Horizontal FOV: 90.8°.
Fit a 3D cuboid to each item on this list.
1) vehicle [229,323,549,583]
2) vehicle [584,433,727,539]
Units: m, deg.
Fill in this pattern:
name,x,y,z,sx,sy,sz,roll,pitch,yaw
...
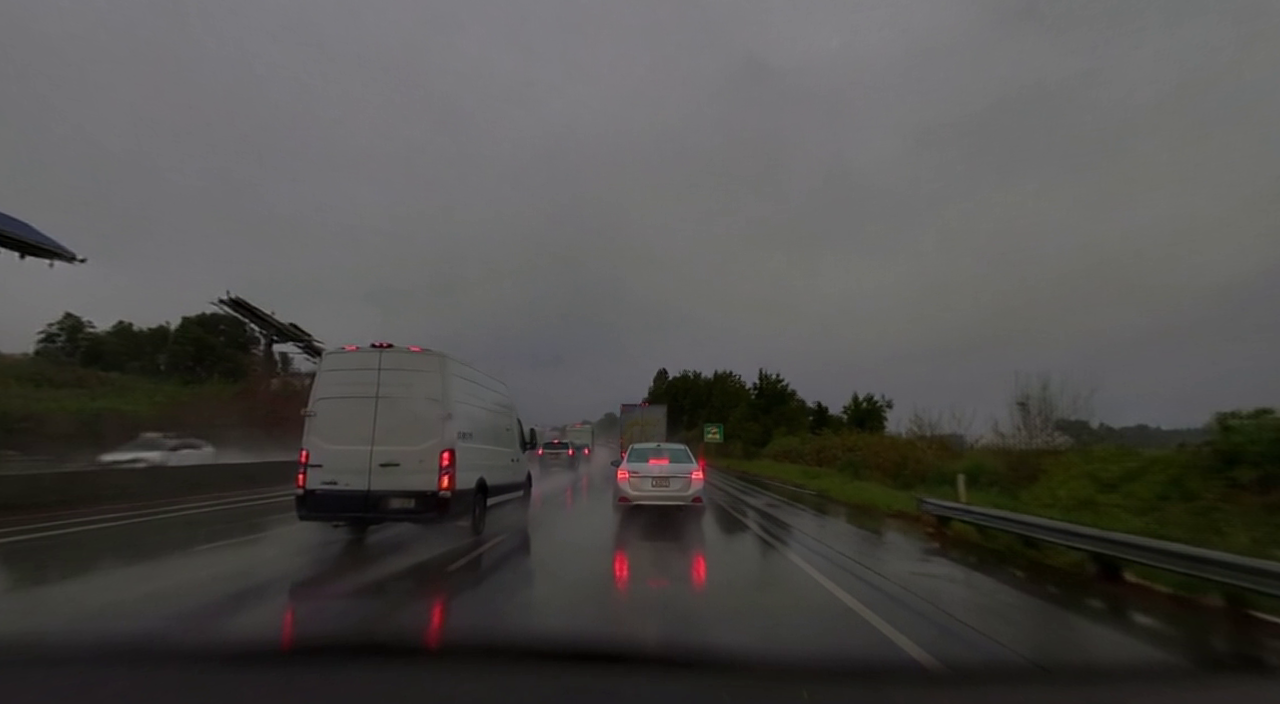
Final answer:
name,x,y,z,sx,sy,sz,roll,pitch,yaw
vehicle,-3.119,1.549,10.099,2.289,2.757,6.726,0,-9,0
vehicle,0.213,2.219,10.959,2.063,1.507,3.488,0,-9,0
